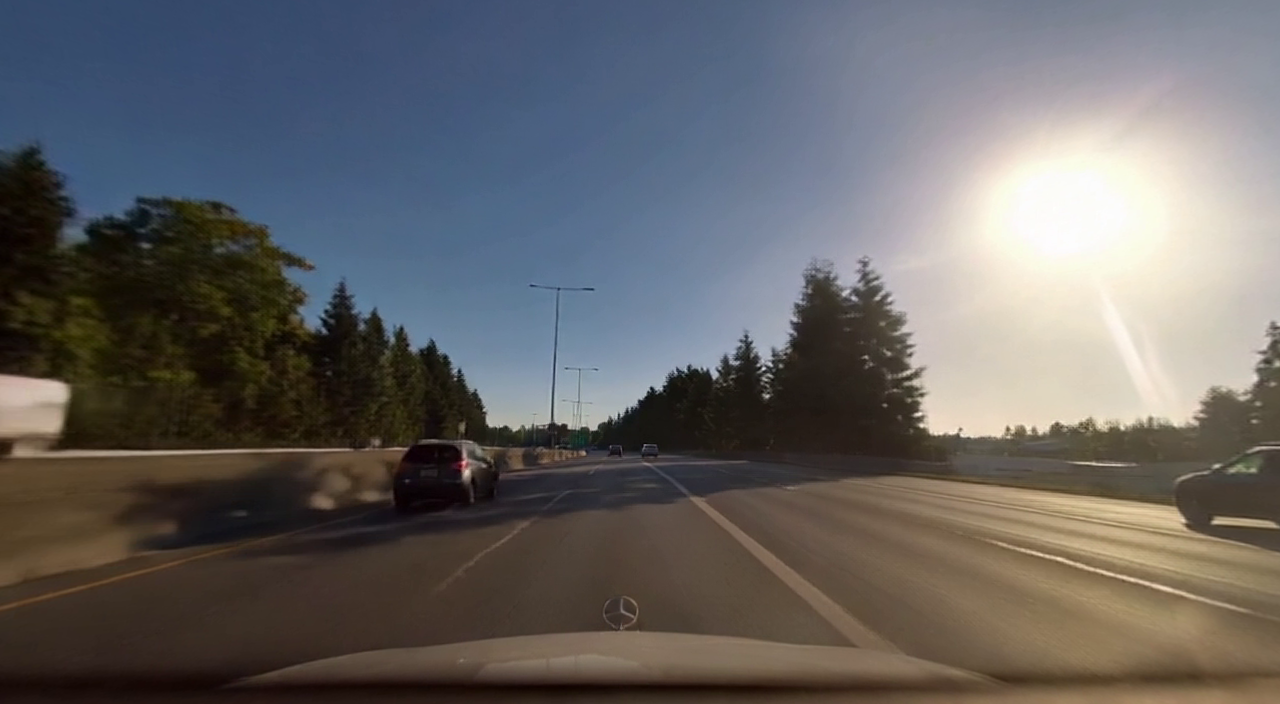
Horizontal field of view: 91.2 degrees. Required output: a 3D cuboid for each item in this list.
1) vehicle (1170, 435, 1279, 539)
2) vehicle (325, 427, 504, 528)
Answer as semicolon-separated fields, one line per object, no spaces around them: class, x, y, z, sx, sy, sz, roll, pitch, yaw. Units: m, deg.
vehicle;10.038;1.890;8.748;1.853;1.463;3.780;0;-9;-1
vehicle;-4.127;2.362;12.265;2.071;1.615;3.868;0;-9;0
